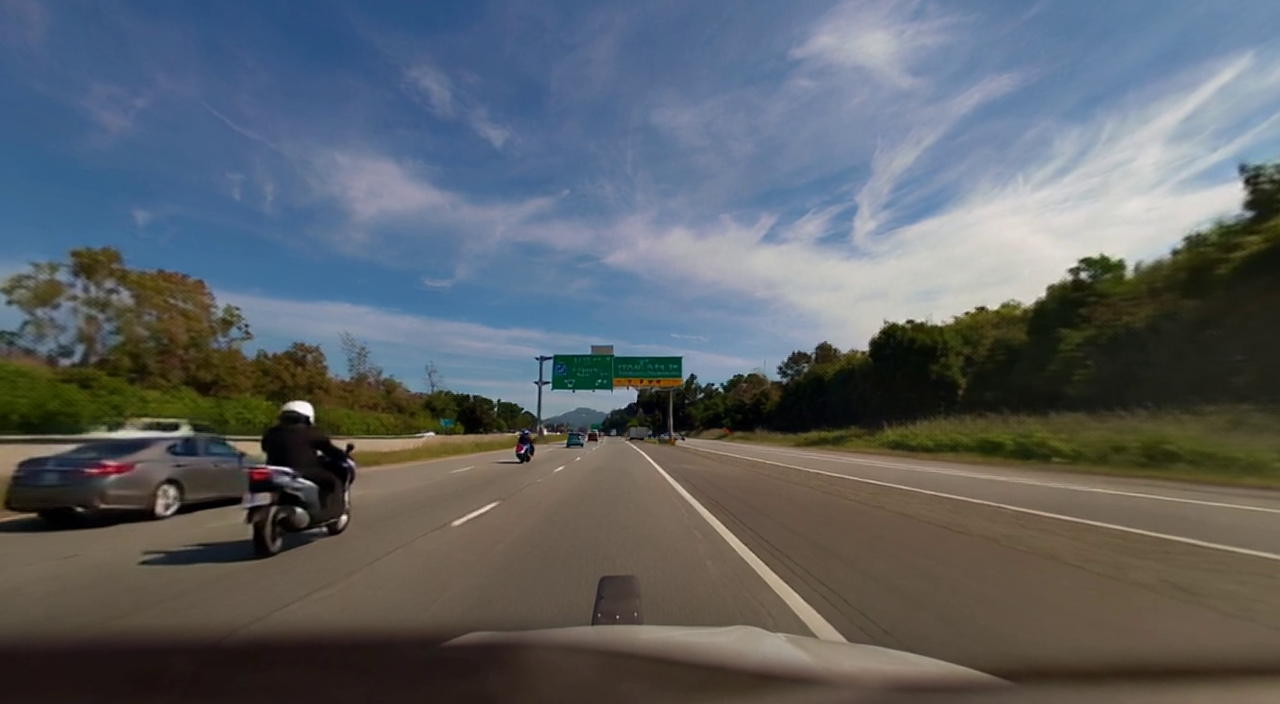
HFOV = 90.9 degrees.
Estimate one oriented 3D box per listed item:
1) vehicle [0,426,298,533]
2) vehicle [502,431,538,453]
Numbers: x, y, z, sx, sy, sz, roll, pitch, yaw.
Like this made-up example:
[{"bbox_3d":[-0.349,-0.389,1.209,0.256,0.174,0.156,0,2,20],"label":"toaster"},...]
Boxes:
[{"bbox_3d":[-8.121,2.008,10.755,2.053,1.409,4.704,0,-8,-2],"label":"vehicle"},{"bbox_3d":[-9.099,6.852,47.978,1.965,1.605,4.115,0,-8,-1],"label":"vehicle"}]
